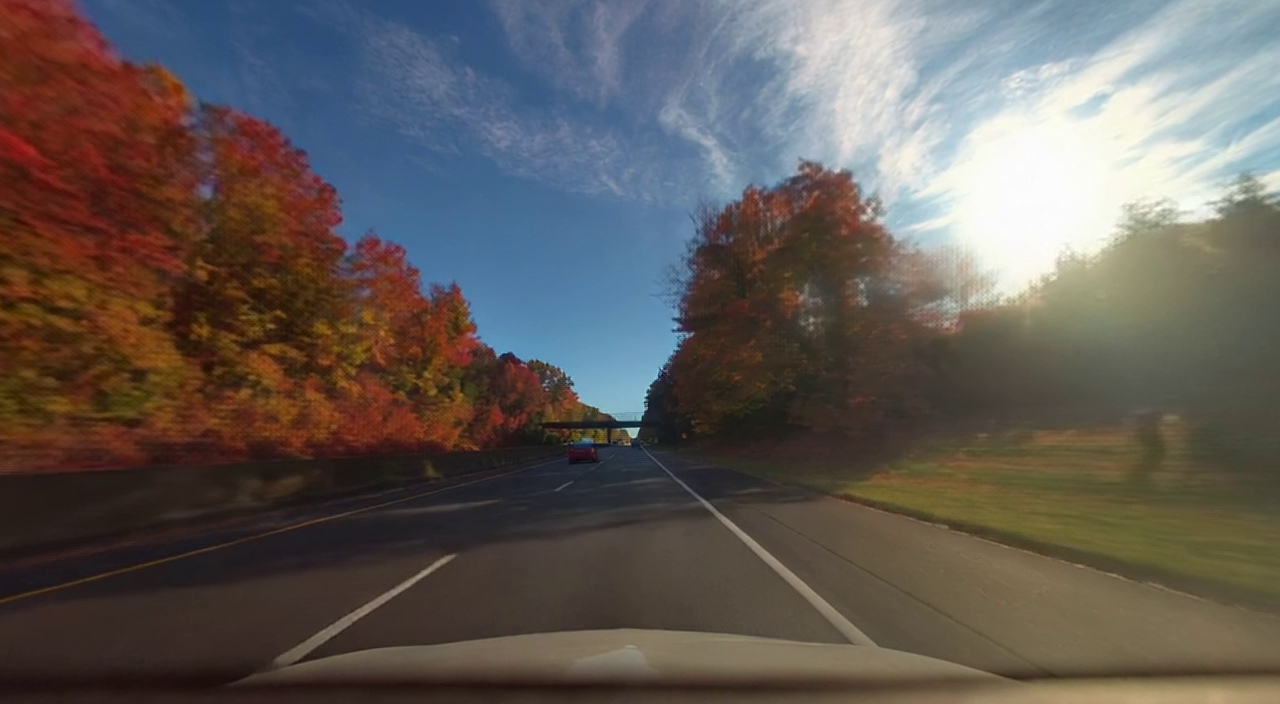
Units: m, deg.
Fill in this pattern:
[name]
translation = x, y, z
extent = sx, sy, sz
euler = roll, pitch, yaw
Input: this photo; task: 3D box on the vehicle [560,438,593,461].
[vehicle]
translation = -4.581, 7.135, 46.152
extent = 2.002, 1.553, 4.247
euler = 0, -8, -1
